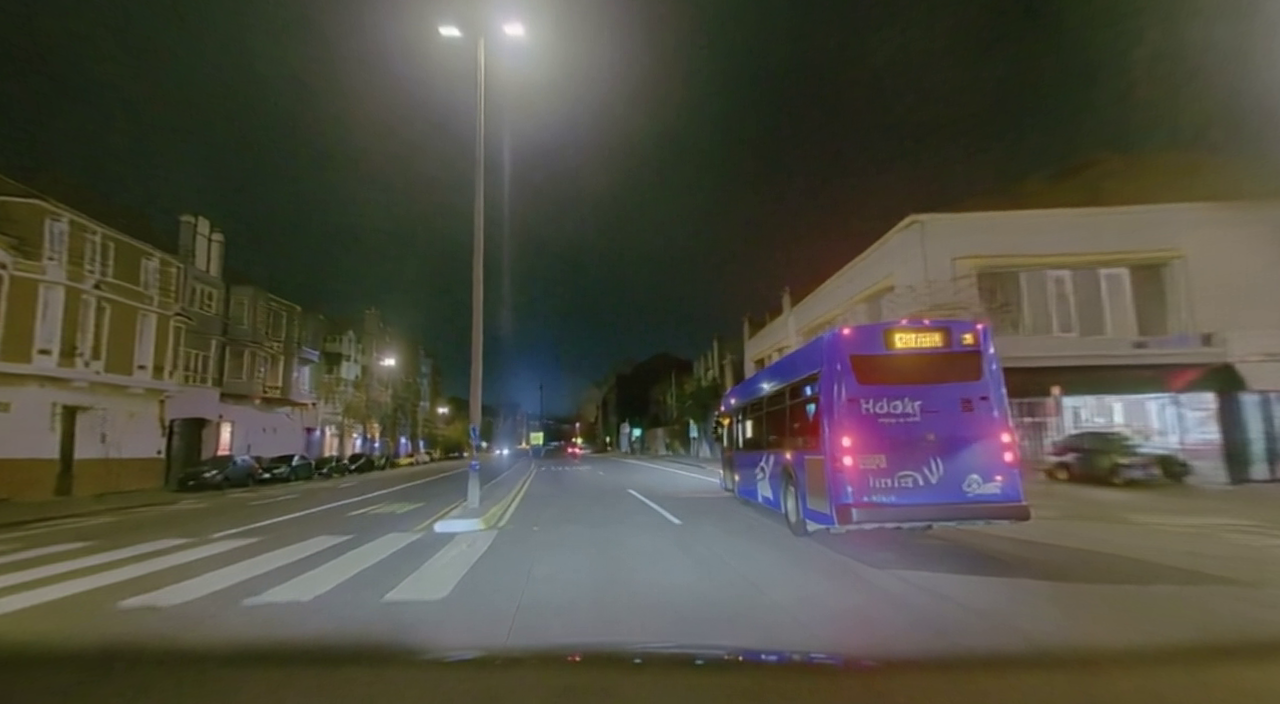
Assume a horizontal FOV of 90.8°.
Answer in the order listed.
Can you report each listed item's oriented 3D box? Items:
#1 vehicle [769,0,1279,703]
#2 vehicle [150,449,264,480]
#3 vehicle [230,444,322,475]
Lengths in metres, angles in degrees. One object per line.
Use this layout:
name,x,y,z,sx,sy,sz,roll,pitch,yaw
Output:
vehicle,3.622,0.200,4.063,3.194,3.345,12.428,0,-8,1
vehicle,-22.903,5.948,33.648,4.592,1.474,1.880,3,-8,-21
vehicle,-22.196,6.543,38.655,4.392,1.800,1.902,0,-8,-3
